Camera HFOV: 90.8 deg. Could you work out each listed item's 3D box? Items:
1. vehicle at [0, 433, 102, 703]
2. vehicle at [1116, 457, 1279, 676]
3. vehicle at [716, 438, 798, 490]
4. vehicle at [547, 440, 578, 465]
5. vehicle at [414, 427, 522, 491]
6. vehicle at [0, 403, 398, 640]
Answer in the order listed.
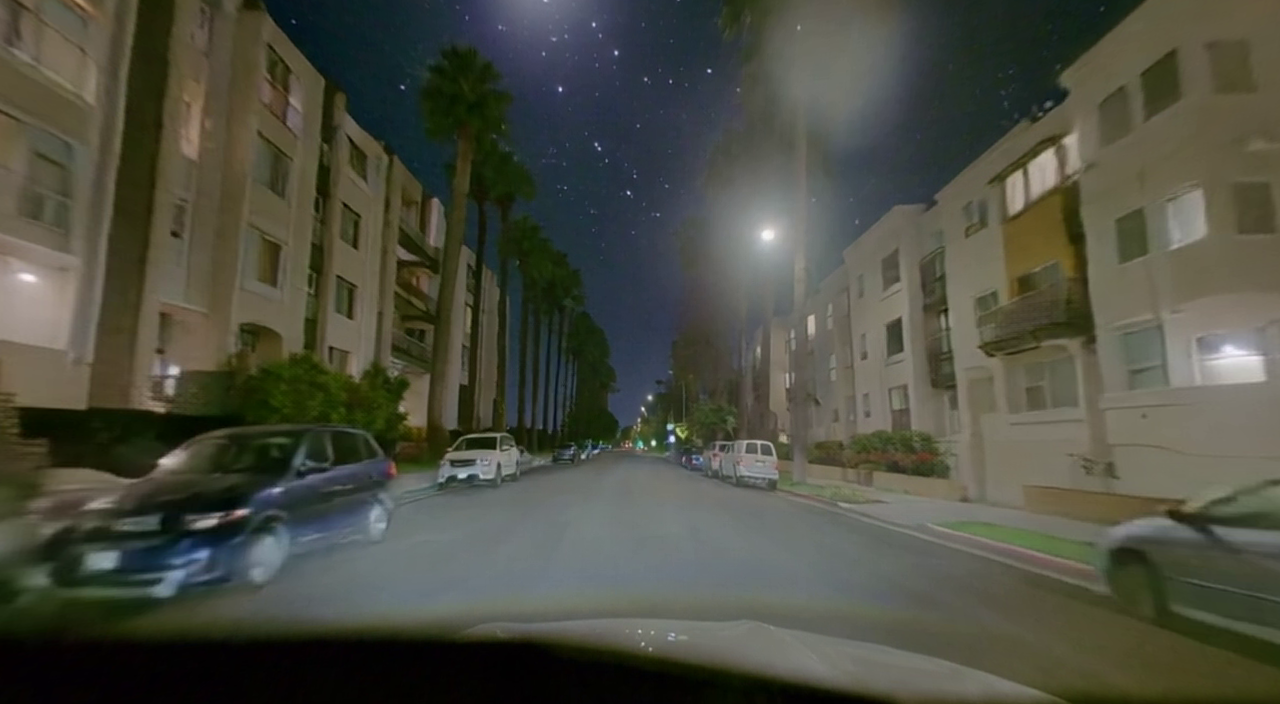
[{"bbox_3d":[-4.366,0.915,1.775,1.840,1.464,4.368,2,-8,0],"label":"vehicle"},{"bbox_3d":[5.315,1.426,3.932,1.812,1.461,3.575,0,-8,-2],"label":"vehicle"},{"bbox_3d":[4.378,4.267,24.437,1.969,1.782,4.677,1,-8,-4],"label":"vehicle"},{"bbox_3d":[-6.025,7.842,49.580,1.947,1.806,4.413,2,-8,-1],"label":"vehicle"},{"bbox_3d":[-5.732,3.667,21.982,2.358,1.905,5.615,0,-9,-2],"label":"vehicle"},{"bbox_3d":[-4.522,1.554,6.911,2.015,1.690,4.441,2,-8,-1],"label":"vehicle"}]
